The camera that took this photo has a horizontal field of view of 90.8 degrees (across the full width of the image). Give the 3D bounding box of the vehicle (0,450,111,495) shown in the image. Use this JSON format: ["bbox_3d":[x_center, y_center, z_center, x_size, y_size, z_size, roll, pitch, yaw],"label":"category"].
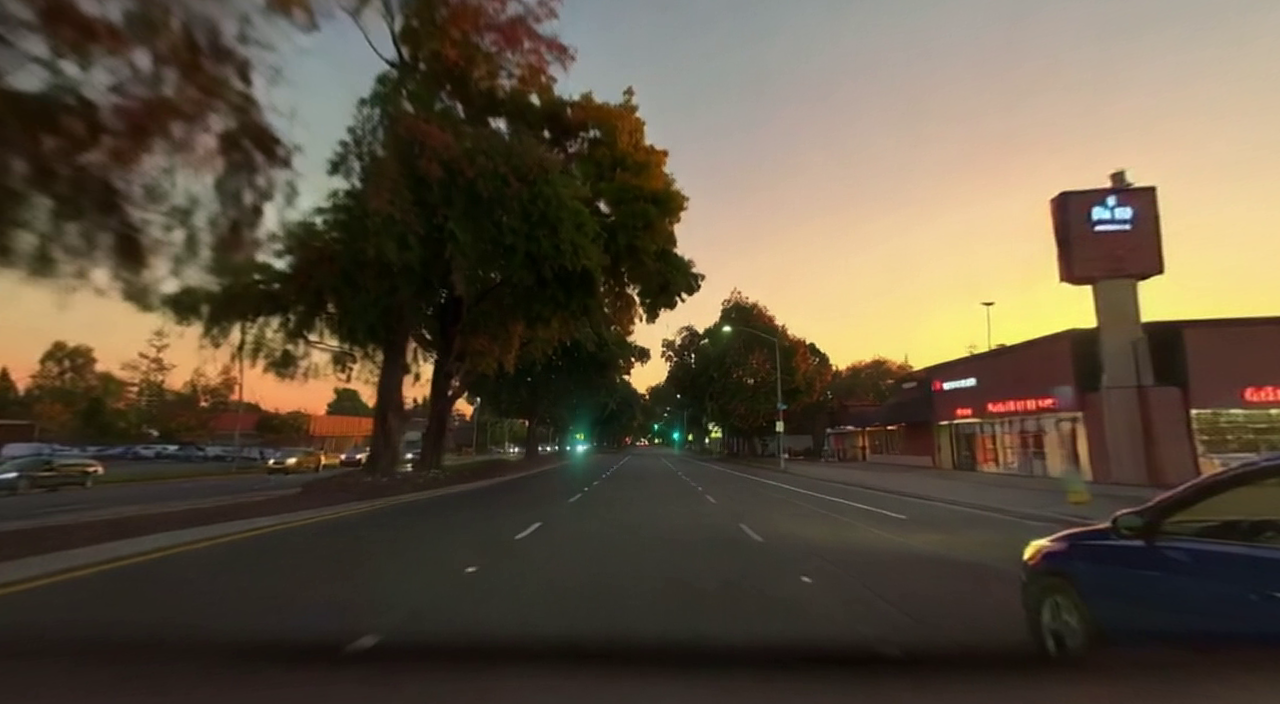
[{"bbox_3d":[-22.378,4.394,23.309,1.784,1.438,4.471,-1,-8,1],"label":"vehicle"}]

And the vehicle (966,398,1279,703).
[{"bbox_3d":[3.139,0.840,1.773,2.004,1.470,4.544,-1,-8,0],"label":"vehicle"}]

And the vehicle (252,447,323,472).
[{"bbox_3d":[-22.124,6.762,39.848,1.771,1.445,4.321,-1,-8,4],"label":"vehicle"}]
